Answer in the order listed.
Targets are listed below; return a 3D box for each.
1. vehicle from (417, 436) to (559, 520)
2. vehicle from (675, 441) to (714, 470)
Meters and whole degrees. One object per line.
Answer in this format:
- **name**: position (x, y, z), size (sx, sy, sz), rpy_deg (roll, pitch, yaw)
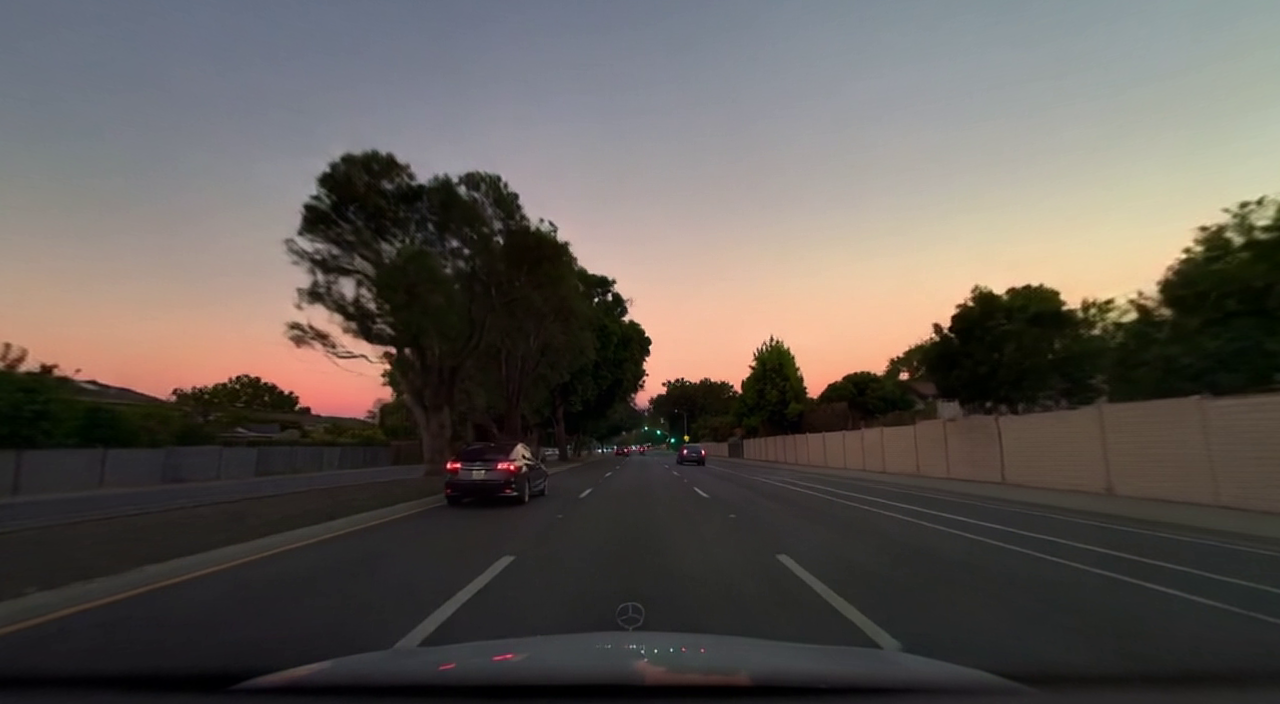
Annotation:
- **vehicle**: position (-3.078, 2.653, 13.795), size (1.966, 1.524, 4.410), rpy_deg (0, -9, 0)
- **vehicle**: position (3.574, 6.874, 41.877), size (2.114, 1.780, 4.445), rpy_deg (0, -9, -1)
